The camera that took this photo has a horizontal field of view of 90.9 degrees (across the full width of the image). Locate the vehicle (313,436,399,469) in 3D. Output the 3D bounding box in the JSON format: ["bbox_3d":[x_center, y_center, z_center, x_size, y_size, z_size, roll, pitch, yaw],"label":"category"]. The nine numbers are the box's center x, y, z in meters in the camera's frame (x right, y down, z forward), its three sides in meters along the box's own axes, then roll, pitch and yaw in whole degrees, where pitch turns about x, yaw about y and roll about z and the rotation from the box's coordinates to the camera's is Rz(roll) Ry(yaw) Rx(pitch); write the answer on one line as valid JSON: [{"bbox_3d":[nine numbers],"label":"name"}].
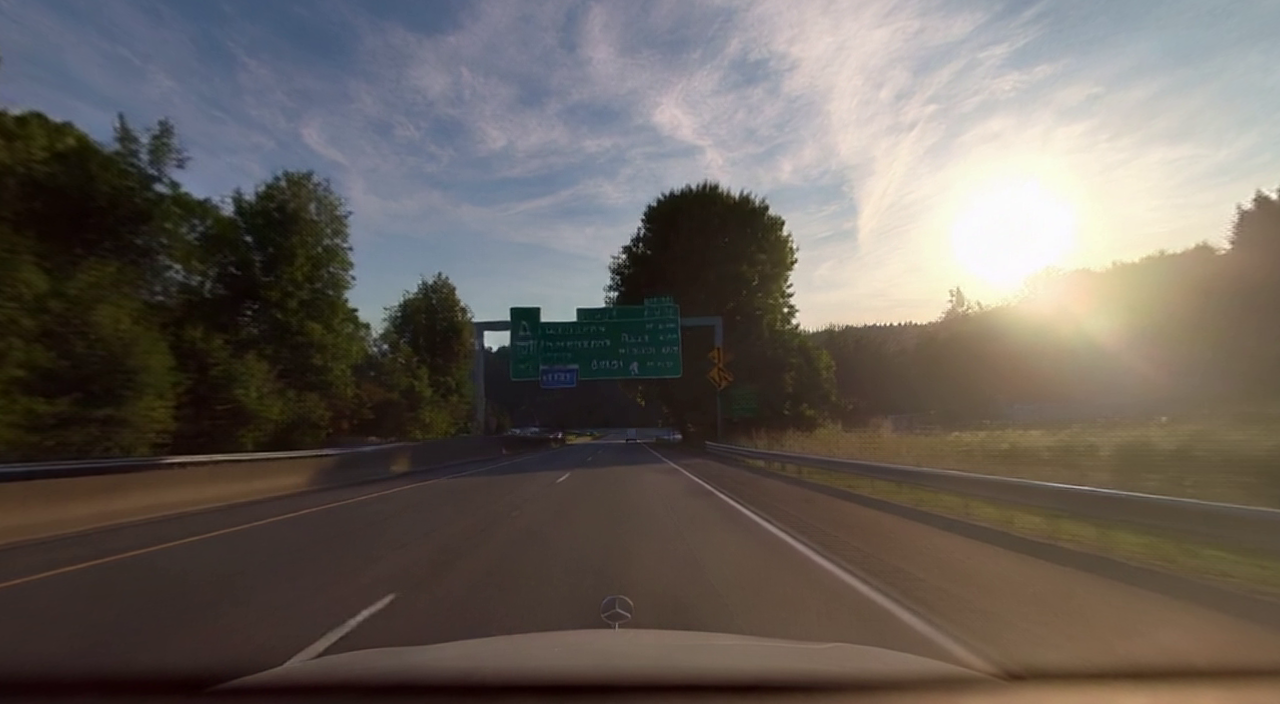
[{"bbox_3d":[-13.306,4.710,29.873,1.967,1.441,4.536,0,-8,0],"label":"vehicle"}]
